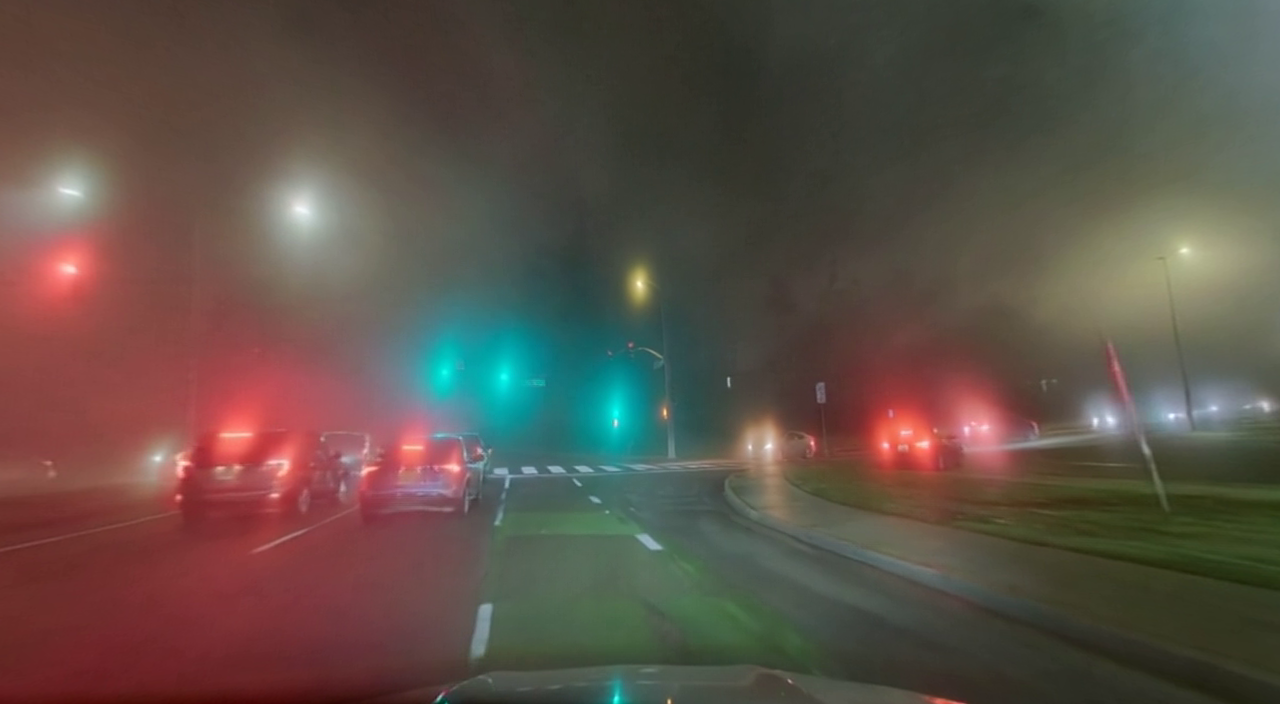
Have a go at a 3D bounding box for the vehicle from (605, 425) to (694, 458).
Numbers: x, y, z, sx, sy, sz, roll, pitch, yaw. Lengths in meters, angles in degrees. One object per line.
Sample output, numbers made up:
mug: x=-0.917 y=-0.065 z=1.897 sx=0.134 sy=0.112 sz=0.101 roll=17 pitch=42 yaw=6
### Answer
vehicle: x=0.535 y=5.523 z=38.982 sx=5.144 sy=1.954 sz=2.122 roll=1 pitch=-8 yaw=-10

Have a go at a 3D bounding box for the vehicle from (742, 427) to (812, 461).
vehicle: x=7.303 y=4.870 z=33.464 sx=1.908 sy=1.622 sz=4.166 roll=-7 pitch=-11 yaw=39

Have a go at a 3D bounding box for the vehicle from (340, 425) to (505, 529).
vehicle: x=-3.671 y=2.156 z=11.609 sx=2.176 sy=1.489 sz=4.518 roll=1 pitch=-8 yaw=-10

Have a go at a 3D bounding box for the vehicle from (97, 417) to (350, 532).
vehicle: x=-7.094 y=2.110 z=11.581 sx=2.057 sy=1.610 sz=4.891 roll=1 pitch=-8 yaw=-11
